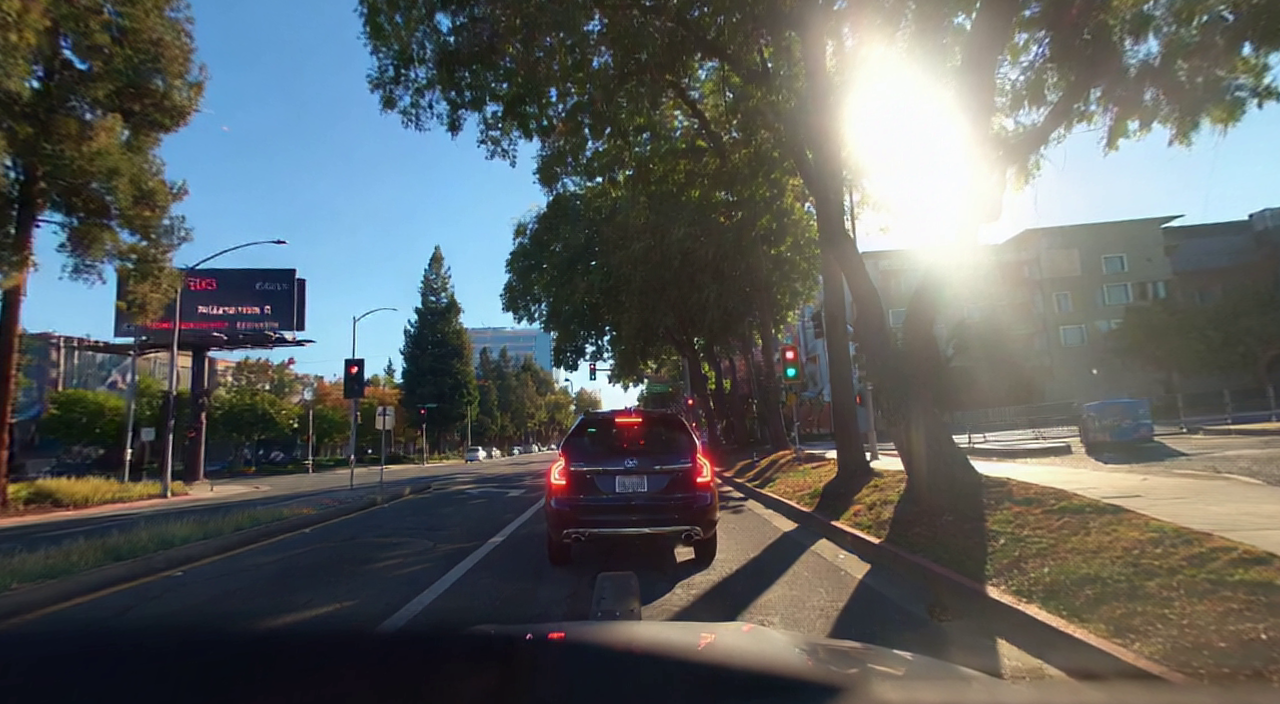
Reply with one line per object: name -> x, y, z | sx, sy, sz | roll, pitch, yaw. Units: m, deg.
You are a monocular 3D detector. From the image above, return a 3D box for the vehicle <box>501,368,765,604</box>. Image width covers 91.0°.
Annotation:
vehicle -> -0.057, 1.363, 7.137 | 2.142, 1.904, 3.816 | -1, -8, 0

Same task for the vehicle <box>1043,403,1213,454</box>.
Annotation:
vehicle -> 15.282, 2.449, 19.937 | 3.750, 1.502, 1.781 | -2, -8, 13
